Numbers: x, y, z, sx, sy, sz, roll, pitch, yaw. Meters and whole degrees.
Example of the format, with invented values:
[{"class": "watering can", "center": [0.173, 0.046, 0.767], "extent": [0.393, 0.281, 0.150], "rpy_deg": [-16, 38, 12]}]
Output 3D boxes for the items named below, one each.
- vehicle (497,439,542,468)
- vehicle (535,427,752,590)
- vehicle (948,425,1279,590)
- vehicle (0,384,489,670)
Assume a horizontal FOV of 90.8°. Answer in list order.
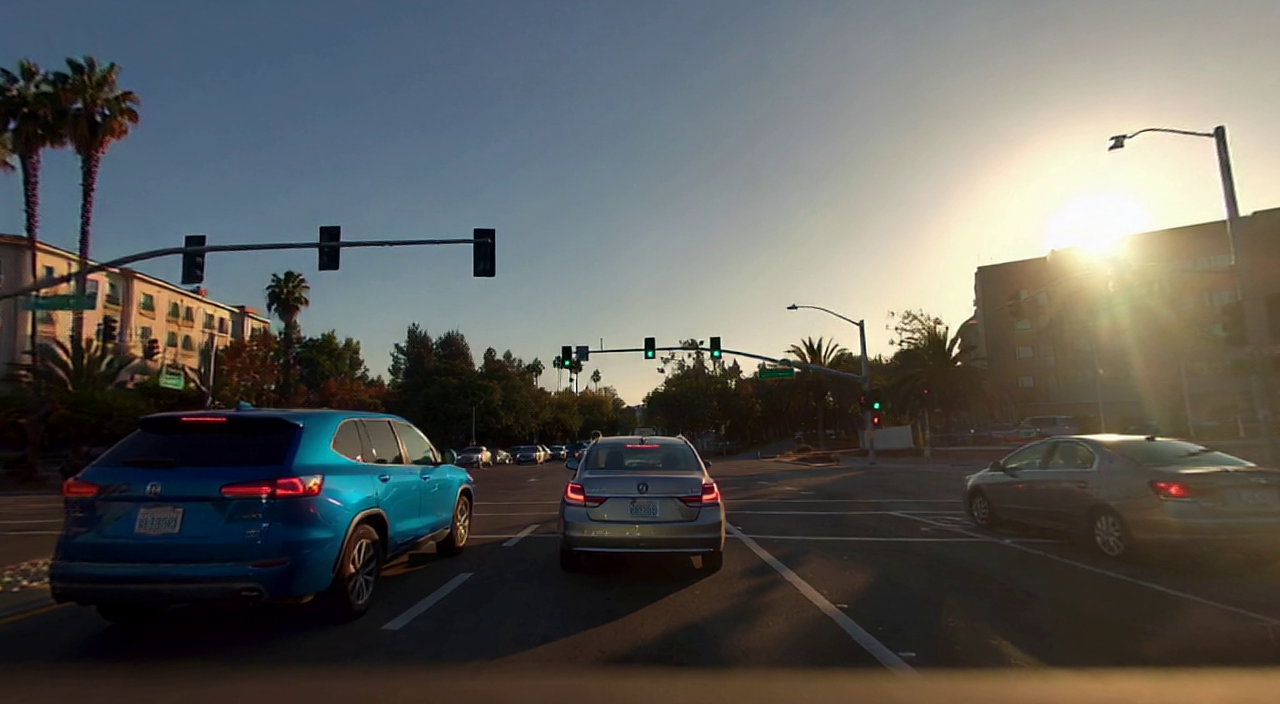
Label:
[{"class": "vehicle", "center": [-7.936, 6.703, 42.025], "extent": [2.130, 1.810, 4.450], "rpy_deg": [-2, -8, 1]}, {"class": "vehicle", "center": [-0.001, 1.702, 7.725], "extent": [1.942, 1.445, 3.973], "rpy_deg": [0, -8, -1]}, {"class": "vehicle", "center": [6.093, 1.761, 8.095], "extent": [1.970, 1.489, 4.482], "rpy_deg": [0, -8, -1]}, {"class": "vehicle", "center": [-3.103, 1.367, 6.070], "extent": [2.051, 1.682, 4.467], "rpy_deg": [0, -8, 2]}]
